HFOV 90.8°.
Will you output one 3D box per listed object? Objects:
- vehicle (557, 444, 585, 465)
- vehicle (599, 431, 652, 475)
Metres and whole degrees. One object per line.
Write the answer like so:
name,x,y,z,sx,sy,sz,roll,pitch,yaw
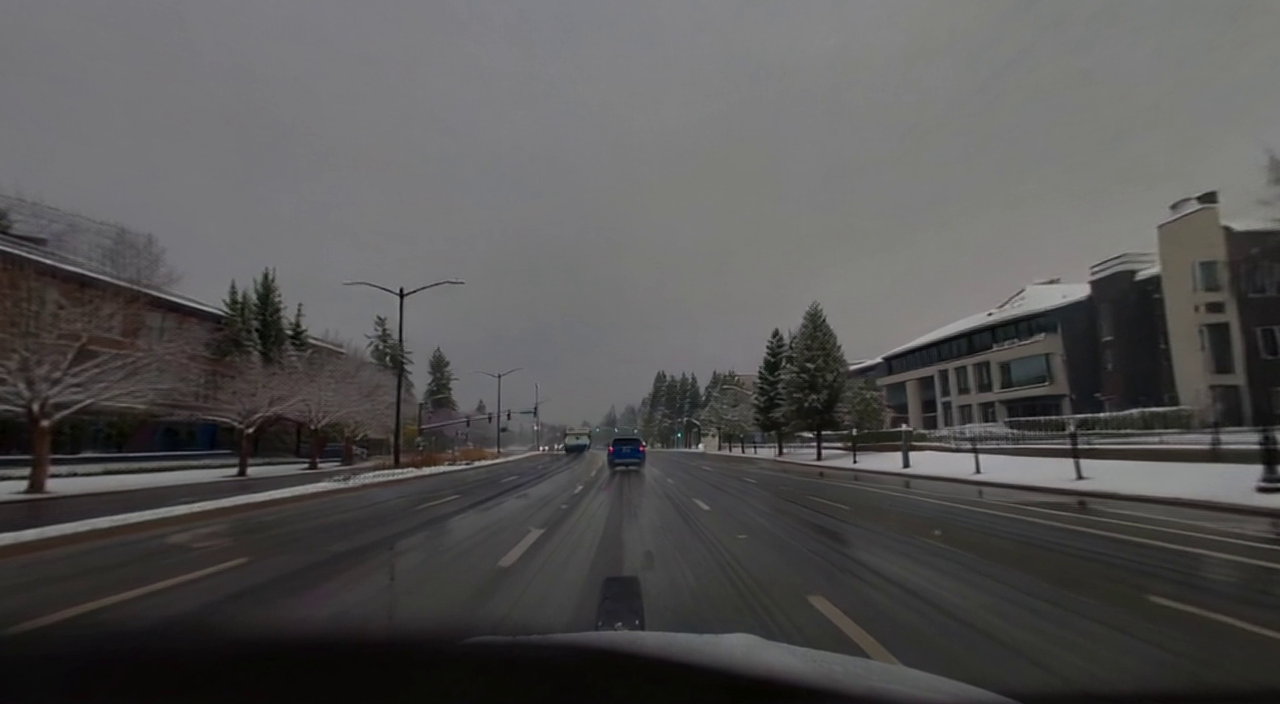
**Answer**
vehicle,-5.015,7.457,46.258,1.904,1.460,4.300,0,-9,-4
vehicle,-0.732,4.724,29.631,2.260,1.872,4.578,0,-9,-3
